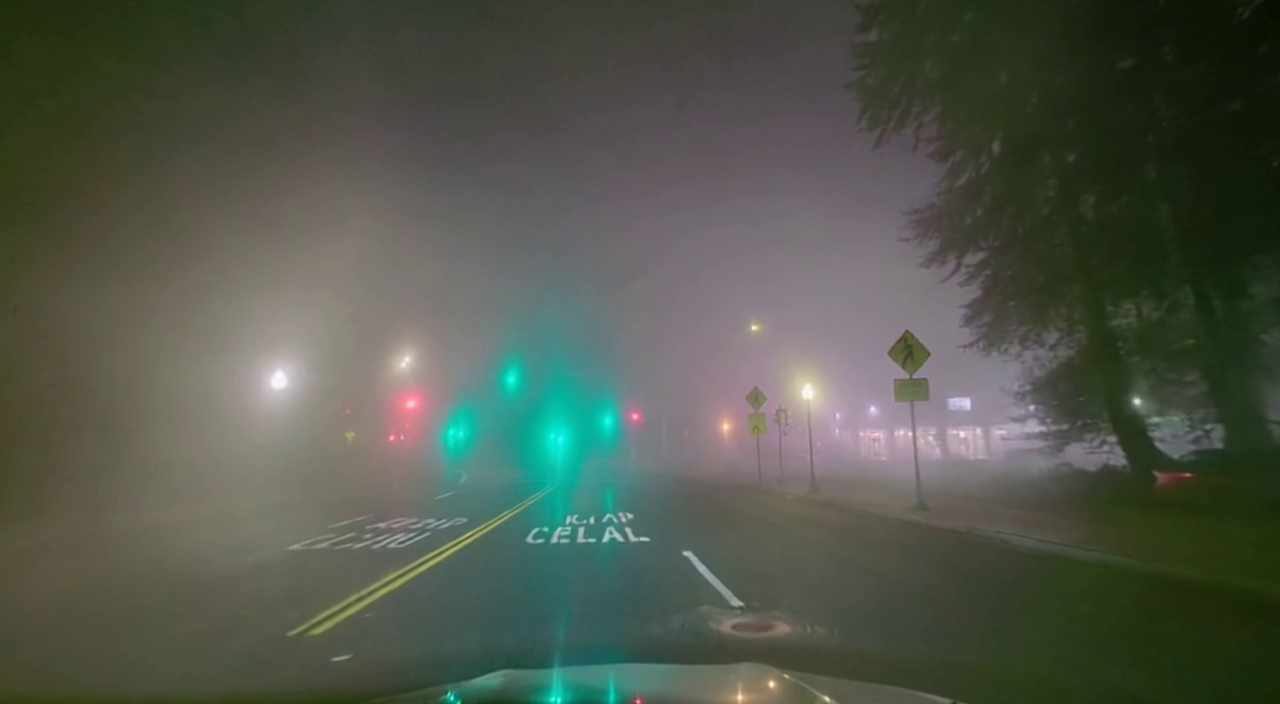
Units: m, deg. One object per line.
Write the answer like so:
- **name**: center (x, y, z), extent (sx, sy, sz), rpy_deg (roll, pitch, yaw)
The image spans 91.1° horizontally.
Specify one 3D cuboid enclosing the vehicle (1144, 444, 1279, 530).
- **vehicle**: center (12.433, 2.426, 11.453), extent (4.484, 1.443, 2.094), rpy_deg (-1, -10, 9)
